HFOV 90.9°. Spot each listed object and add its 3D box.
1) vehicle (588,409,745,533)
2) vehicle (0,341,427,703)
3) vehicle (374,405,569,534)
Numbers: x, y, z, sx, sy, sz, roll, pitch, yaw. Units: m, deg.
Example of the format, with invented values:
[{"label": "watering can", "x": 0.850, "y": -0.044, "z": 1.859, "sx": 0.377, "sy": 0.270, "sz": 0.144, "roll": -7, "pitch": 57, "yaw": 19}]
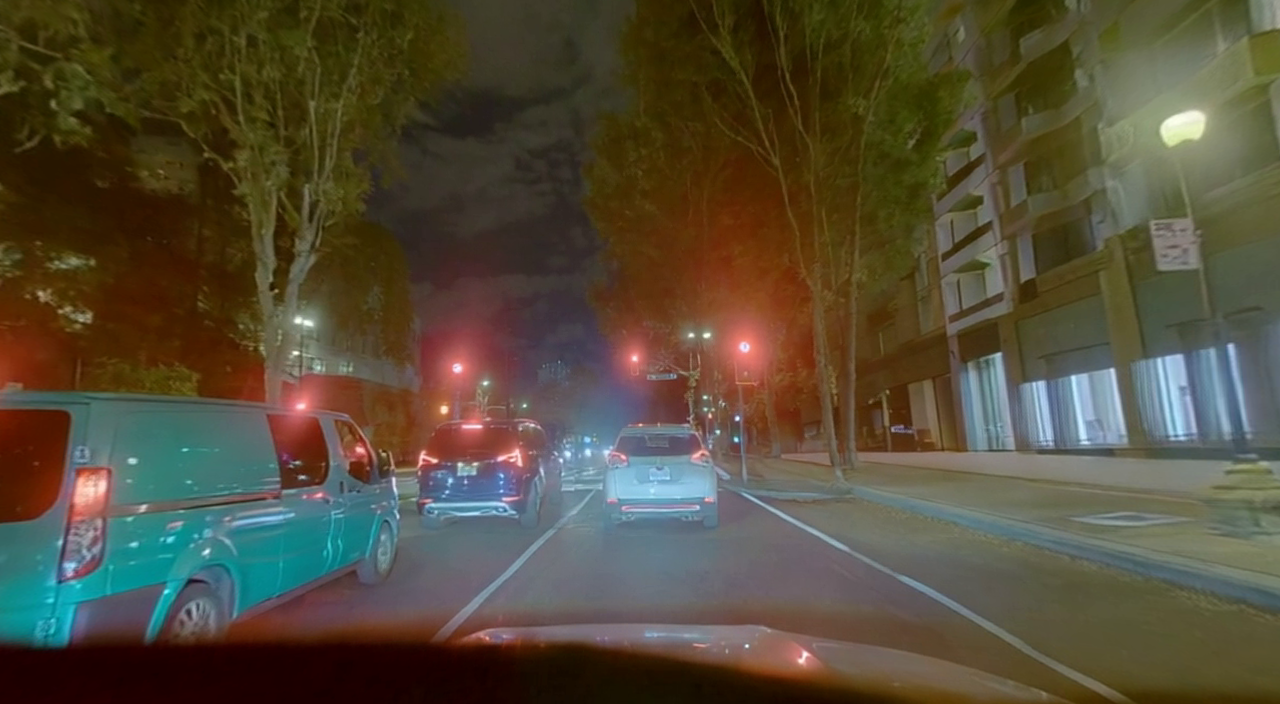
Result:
[{"label": "vehicle", "x": 0.389, "y": 1.960, "z": 10.883, "sx": 2.205, "sy": 1.727, "sz": 3.917, "roll": 0, "pitch": -8, "yaw": 1}, {"label": "vehicle", "x": -3.159, "y": 1.088, "z": 4.484, "sx": 1.940, "sy": 1.722, "sz": 3.823, "roll": 0, "pitch": -8, "yaw": 0}, {"label": "vehicle", "x": -2.633, "y": 1.997, "z": 11.224, "sx": 2.124, "sy": 1.799, "sz": 4.587, "roll": 0, "pitch": -8, "yaw": 1}]
